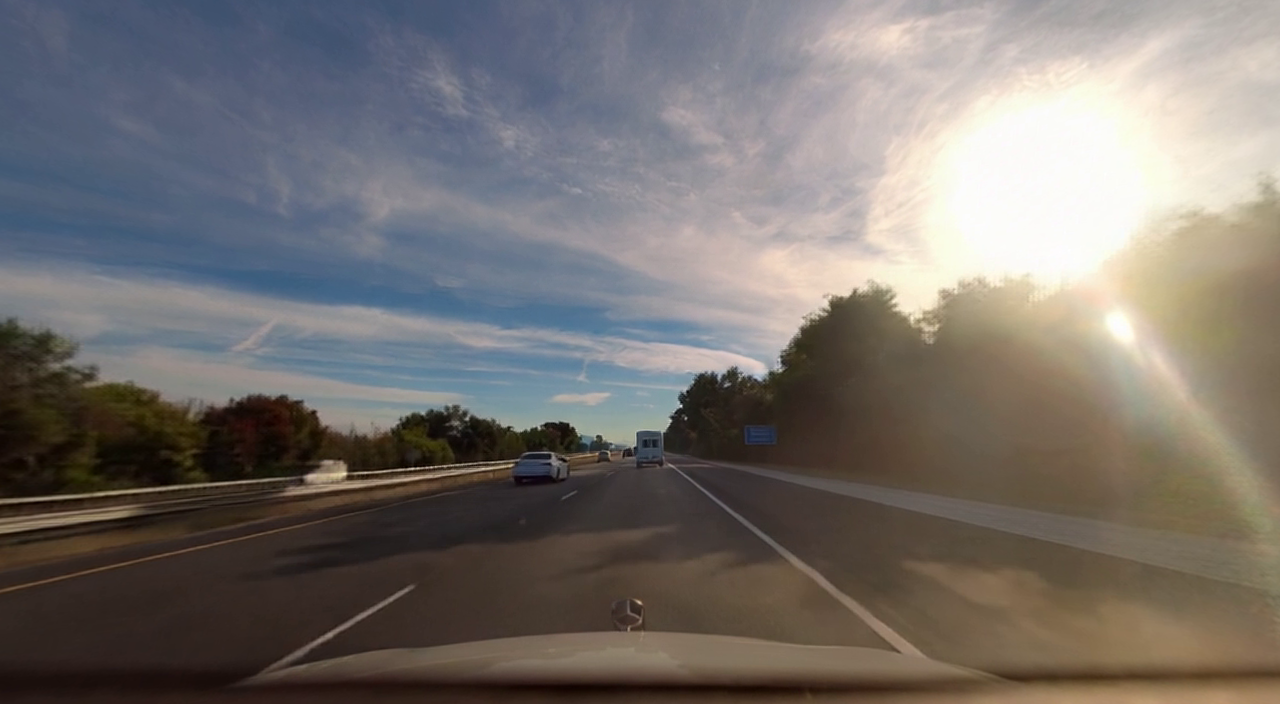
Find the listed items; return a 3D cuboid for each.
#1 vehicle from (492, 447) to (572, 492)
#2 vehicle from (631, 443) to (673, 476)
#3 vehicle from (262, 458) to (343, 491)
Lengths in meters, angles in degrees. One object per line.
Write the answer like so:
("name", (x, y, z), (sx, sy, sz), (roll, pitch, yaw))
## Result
("vehicle", (-3.763, 4.173, 22.707), (1.998, 1.460, 4.422), (0, -9, 1))
("vehicle", (0.627, 5.866, 34.439), (2.172, 1.687, 3.929), (0, -9, 0))
("vehicle", (-17.221, 6.263, 32.405), (1.928, 1.493, 3.915), (0, -9, 1))
